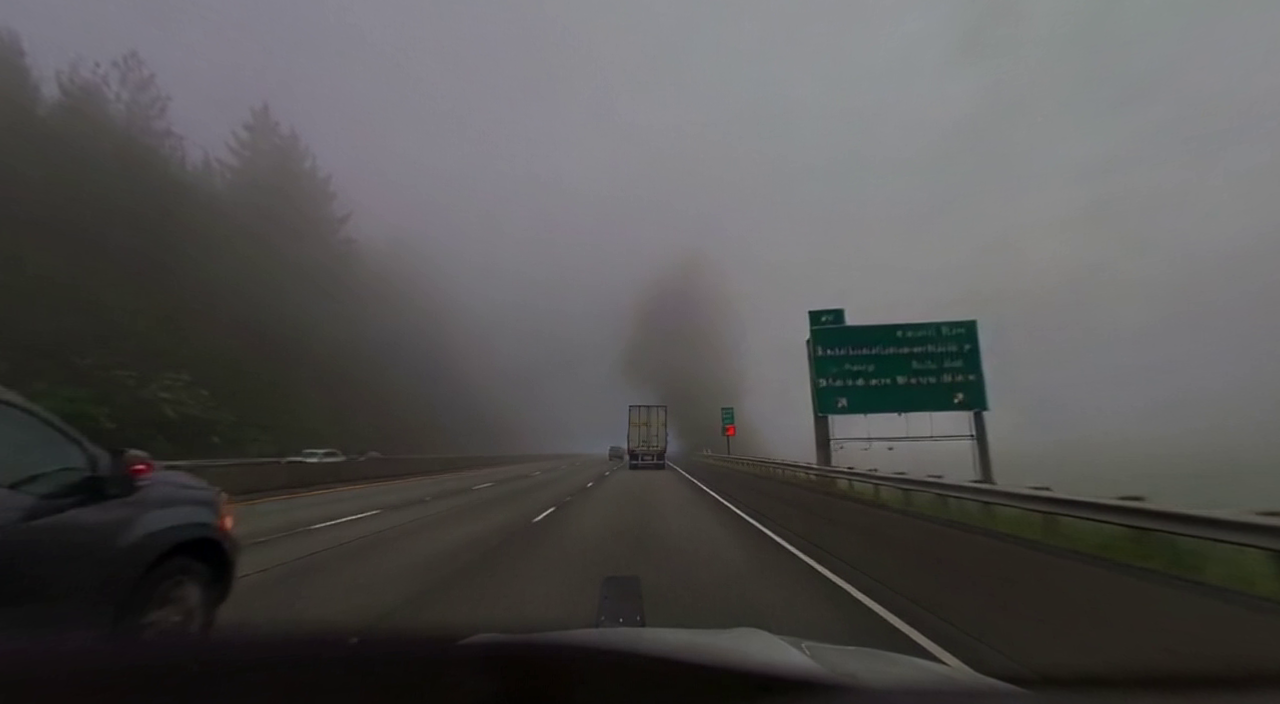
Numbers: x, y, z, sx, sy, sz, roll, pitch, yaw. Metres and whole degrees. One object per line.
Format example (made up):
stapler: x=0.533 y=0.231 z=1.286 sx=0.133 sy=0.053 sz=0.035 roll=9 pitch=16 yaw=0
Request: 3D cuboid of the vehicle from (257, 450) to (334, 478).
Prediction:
vehicle: x=-19.659 y=6.393 z=36.242 sx=1.816 sy=1.476 sz=4.468 roll=0 pitch=-9 yaw=1

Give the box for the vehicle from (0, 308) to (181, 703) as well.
vehicle: x=-3.795 y=0.530 z=0.967 sx=2.226 sy=1.933 sz=5.179 roll=0 pitch=-9 yaw=0

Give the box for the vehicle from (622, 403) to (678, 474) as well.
vehicle: x=0.457 y=5.608 z=39.968 sx=2.976 sy=3.800 sz=12.335 roll=0 pitch=-9 yaw=-1
